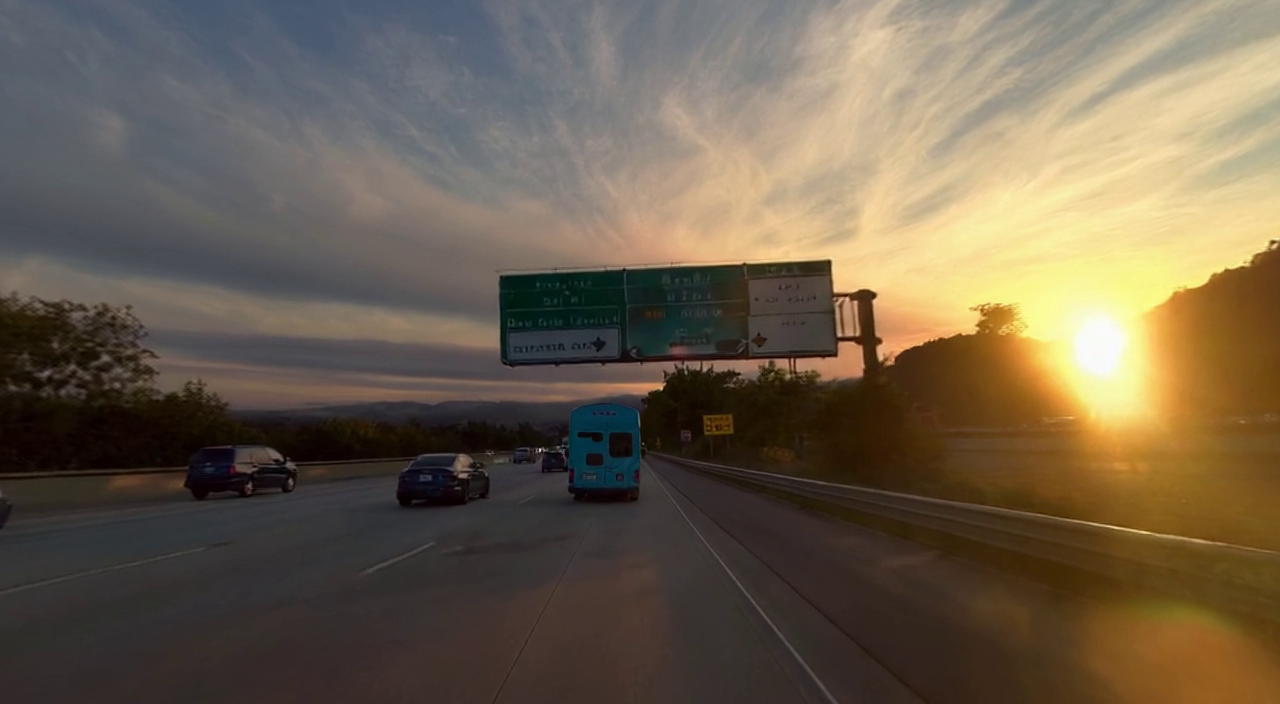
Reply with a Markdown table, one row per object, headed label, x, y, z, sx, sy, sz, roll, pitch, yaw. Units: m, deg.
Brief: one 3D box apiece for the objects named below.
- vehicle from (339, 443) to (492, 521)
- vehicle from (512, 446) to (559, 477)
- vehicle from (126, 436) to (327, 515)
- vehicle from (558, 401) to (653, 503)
| label | x | y | z | sx | sy | sz | roll | pitch | yaw |
| --- | --- | --- | --- | --- | --- | --- | --- | --- | --- |
| vehicle | -4.716 | 2.767 | 13.917 | 1.876 | 1.438 | 4.072 | 0 | -9 | 0 |
| vehicle | -5.316 | 5.628 | 32.391 | 1.872 | 1.480 | 3.545 | 0 | -9 | -1 |
| vehicle | -9.726 | 2.912 | 15.327 | 2.010 | 1.621 | 4.252 | 0 | -9 | -1 |
| vehicle | -0.903 | 2.952 | 18.677 | 2.394 | 2.556 | 5.232 | 0 | -9 | -1 |
